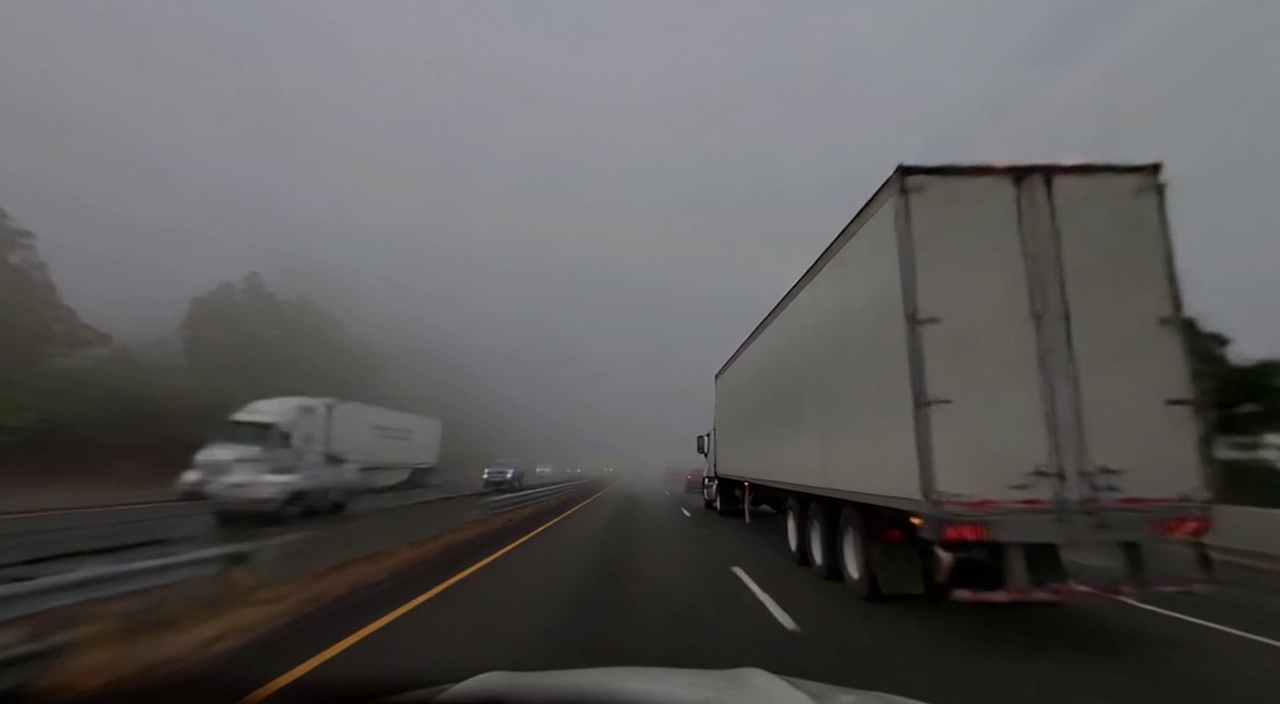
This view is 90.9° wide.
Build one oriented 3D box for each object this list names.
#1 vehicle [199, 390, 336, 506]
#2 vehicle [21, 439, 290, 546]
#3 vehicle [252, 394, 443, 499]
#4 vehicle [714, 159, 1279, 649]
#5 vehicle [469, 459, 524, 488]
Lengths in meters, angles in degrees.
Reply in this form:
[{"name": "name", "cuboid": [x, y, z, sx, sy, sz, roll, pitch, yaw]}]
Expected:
[{"name": "vehicle", "cuboid": [-13.611, 3.567, 23.311, 3.002, 3.951, 2.753, 1, -10, 0]}, {"name": "vehicle", "cuboid": [-9.345, 2.752, 12.763, 1.996, 1.740, 4.245, 1, -10, 0]}, {"name": "vehicle", "cuboid": [-13.616, 4.960, 31.658, 2.878, 4.073, 14.003, 1, -10, 0]}, {"name": "vehicle", "cuboid": [3.714, 1.563, 12.199, 2.863, 4.088, 14.040, 1, -10, 0]}, {"name": "vehicle", "cuboid": [-9.730, 8.315, 43.252, 2.556, 1.770, 5.047, 1, -10, 0]}]
